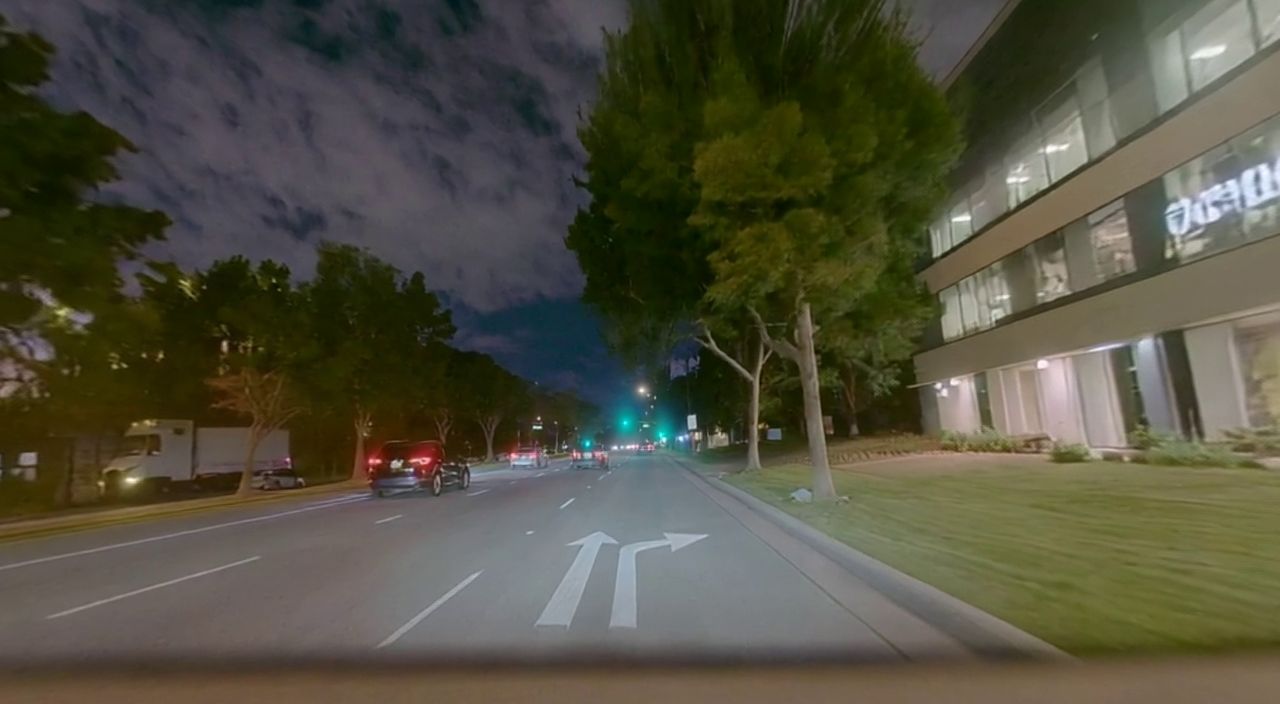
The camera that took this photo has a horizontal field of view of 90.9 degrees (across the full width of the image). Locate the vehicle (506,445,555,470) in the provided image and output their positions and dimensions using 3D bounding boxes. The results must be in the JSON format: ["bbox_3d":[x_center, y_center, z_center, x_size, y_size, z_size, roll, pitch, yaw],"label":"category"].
[{"bbox_3d":[-6.622,6.388,38.492,2.072,1.427,4.328,0,-9,2],"label":"vehicle"}]

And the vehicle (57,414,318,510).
[{"bbox_3d":[-21.717,5.425,32.428,3.033,3.777,14.652,0,-8,-2],"label":"vehicle"}]

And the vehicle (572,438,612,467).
[{"bbox_3d":[-2.866,6.161,38.608,2.100,1.661,3.837,0,-9,1],"label":"vehicle"}]

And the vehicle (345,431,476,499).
[{"bbox_3d":[-6.877,3.444,19.606,2.137,1.835,4.844,0,-9,1],"label":"vehicle"}]
